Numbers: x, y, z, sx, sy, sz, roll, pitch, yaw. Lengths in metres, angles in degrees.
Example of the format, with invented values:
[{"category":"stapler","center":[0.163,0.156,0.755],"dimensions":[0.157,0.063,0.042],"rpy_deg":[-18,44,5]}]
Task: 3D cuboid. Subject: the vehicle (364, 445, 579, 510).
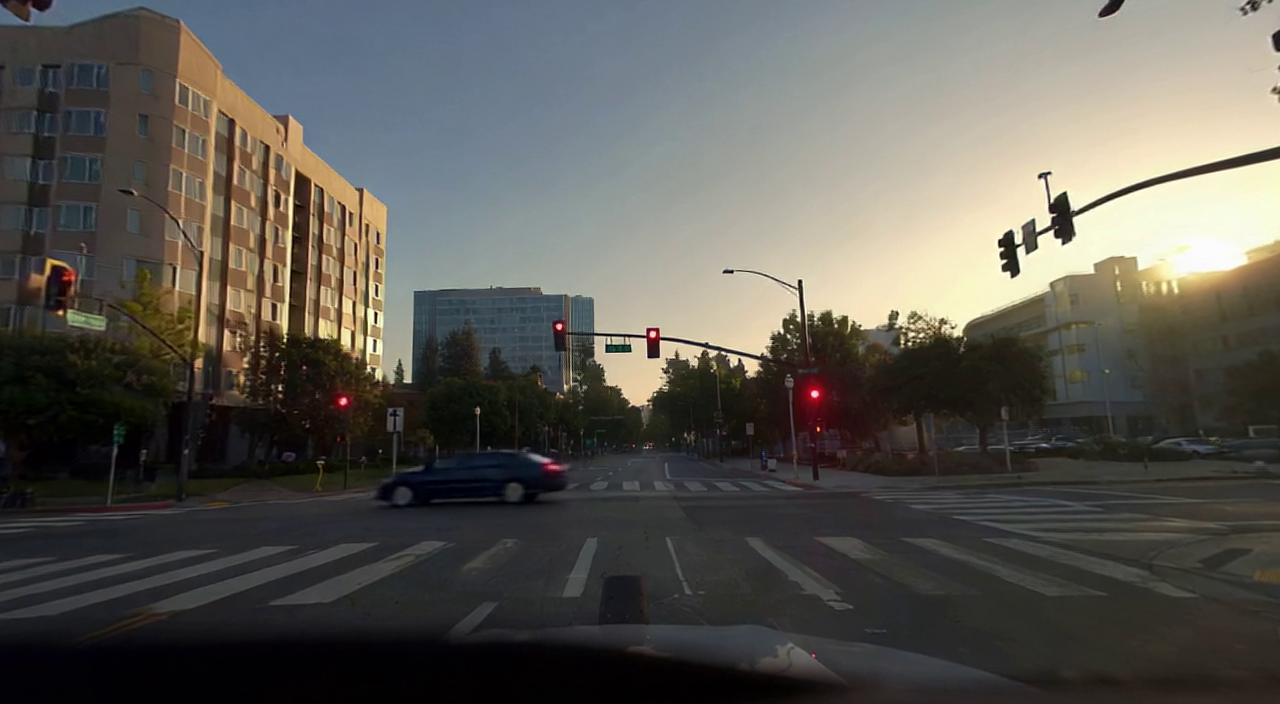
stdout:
[{"category":"vehicle","center":[-4.063,3.111,15.851],"dimensions":[4.847,1.484,1.926],"rpy_deg":[0,-8,1]}]
